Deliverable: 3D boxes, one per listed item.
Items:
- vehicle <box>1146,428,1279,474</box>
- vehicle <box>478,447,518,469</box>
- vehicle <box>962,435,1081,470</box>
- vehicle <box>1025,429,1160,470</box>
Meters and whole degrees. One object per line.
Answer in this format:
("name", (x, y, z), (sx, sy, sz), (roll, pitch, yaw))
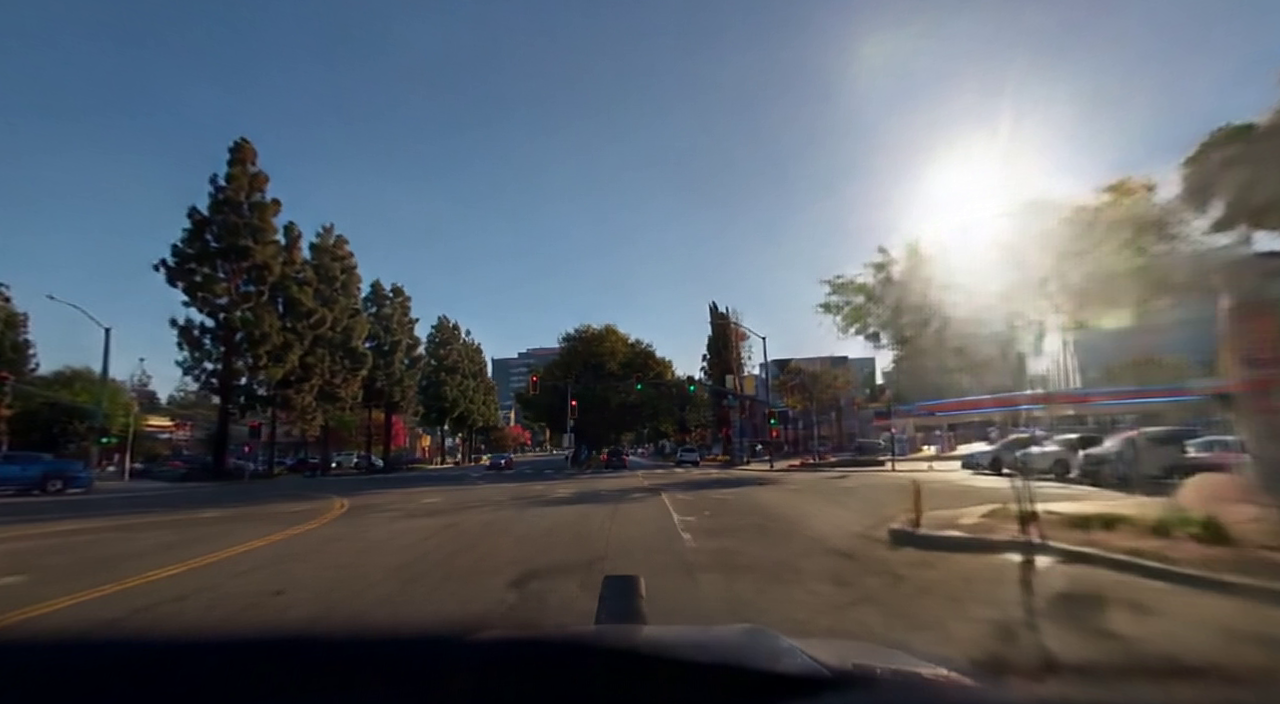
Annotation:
("vehicle", (20.468, 3.362, 21.538), (4.615, 1.474, 2.004), (0, -8, 1))
("vehicle", (-10.764, 8.043, 48.147), (2.029, 1.452, 4.598), (-3, -9, -1))
("vehicle", (20.370, 5.365, 33.907), (4.966, 1.778, 2.104), (0, -8, 1))
("vehicle", (19.820, 4.291, 27.823), (4.364, 1.737, 1.967), (0, -8, 1))
